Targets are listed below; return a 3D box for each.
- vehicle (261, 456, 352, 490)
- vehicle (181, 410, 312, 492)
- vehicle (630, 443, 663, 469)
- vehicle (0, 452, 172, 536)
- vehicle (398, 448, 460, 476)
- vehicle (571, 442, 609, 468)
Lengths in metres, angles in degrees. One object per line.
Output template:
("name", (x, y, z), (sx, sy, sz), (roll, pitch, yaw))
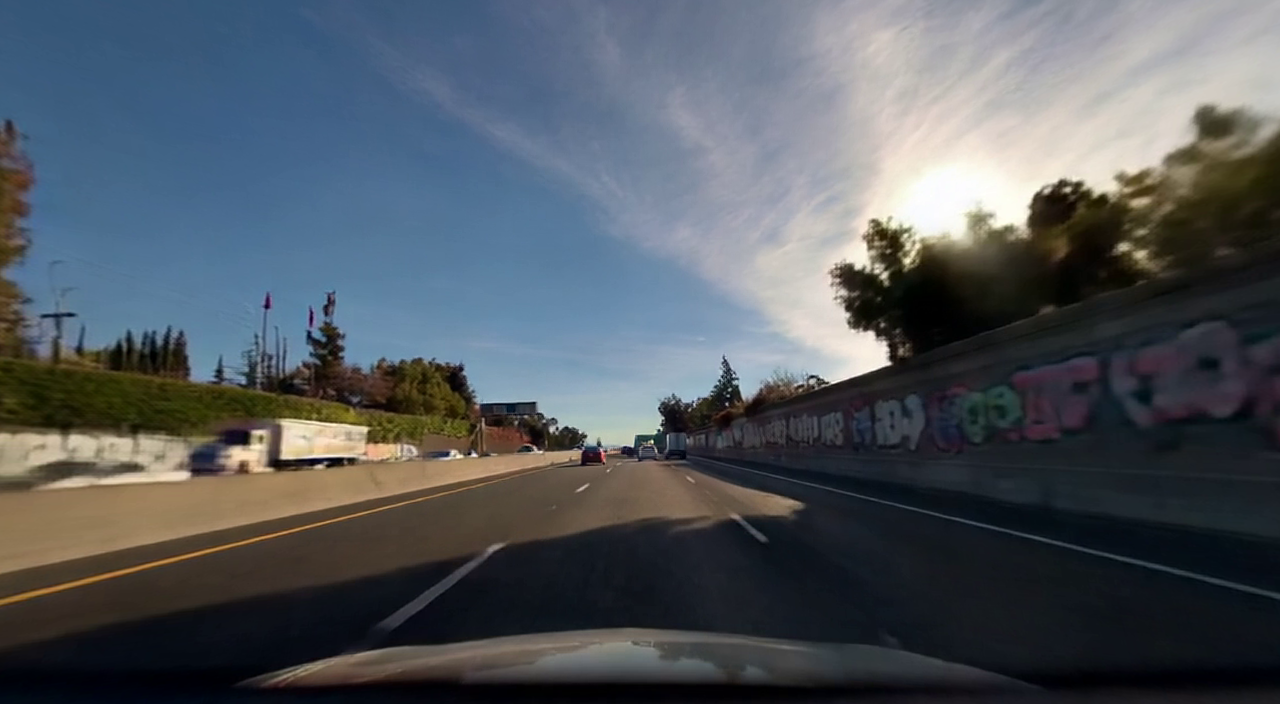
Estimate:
("vehicle", (-16.343, 5.930, 31.189), (1.856, 1.475, 4.749), (0, -9, 1))
("vehicle", (-20.565, 5.238, 33.432), (2.925, 3.884, 5.866), (0, -9, 1))
("vehicle", (0.408, 6.646, 40.335), (2.009, 1.506, 4.091), (0, -9, 0))
("vehicle", (-12.344, 2.912, 13.477), (1.853, 1.521, 3.633), (0, -9, -1))
("vehicle", (-11.920, 6.230, 35.853), (2.102, 1.469, 3.981), (0, -9, 1))
("vehicle", (-3.302, 6.931, 42.489), (2.095, 1.671, 4.193), (0, -9, 1))
